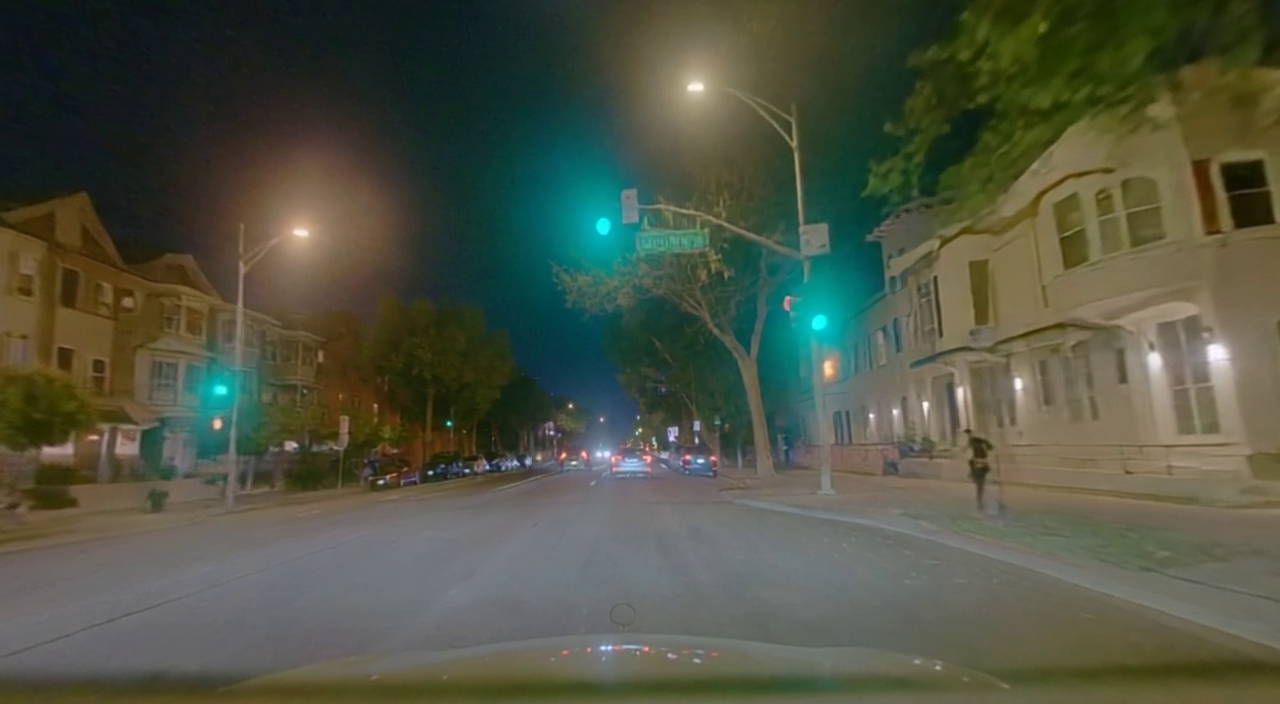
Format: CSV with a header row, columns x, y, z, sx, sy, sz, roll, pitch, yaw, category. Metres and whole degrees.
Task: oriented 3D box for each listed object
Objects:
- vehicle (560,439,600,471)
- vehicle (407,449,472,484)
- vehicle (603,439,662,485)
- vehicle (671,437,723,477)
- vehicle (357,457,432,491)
x,y,z,sx,sy,sz,roll,pitch,yaw,category
-3.610,6.265,38.362,1.983,1.841,4.013,0,-8,1,vehicle
-12.258,6.995,38.910,2.109,1.941,6.025,0,-8,-1,vehicle
-0.297,4.035,23.393,1.998,1.518,4.015,0,-8,-1,vehicle
2.602,4.919,29.775,1.969,1.725,4.387,0,-8,-1,vehicle
-12.138,6.042,31.401,1.913,1.475,4.372,0,-8,1,vehicle
